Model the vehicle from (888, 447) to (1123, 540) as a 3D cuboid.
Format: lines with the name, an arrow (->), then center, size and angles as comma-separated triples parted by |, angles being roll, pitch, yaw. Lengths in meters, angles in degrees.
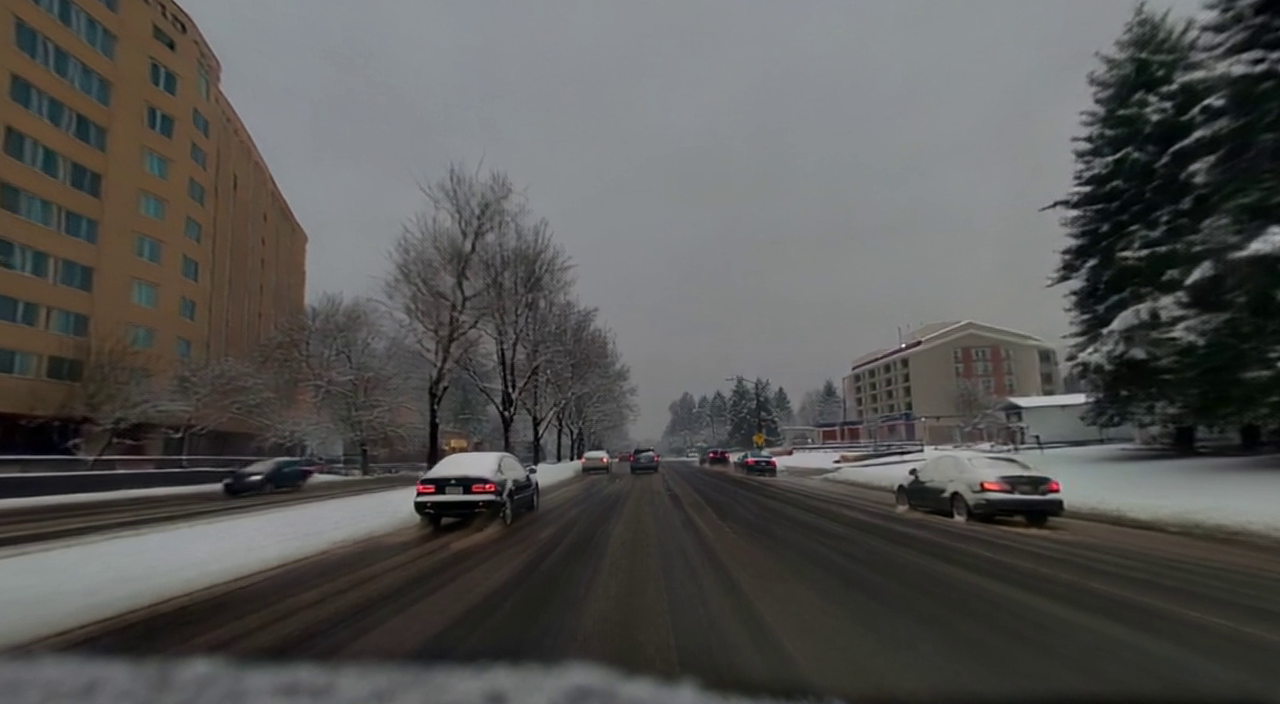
vehicle -> 6.768, 2.620, 12.430 | 1.865, 1.458, 4.605 | 0, -9, 0

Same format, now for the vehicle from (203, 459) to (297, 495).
vehicle -> -20.388, 6.529, 33.245 | 2.014, 1.663, 4.472 | 0, -9, 1

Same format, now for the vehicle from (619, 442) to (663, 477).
vehicle -> 0.076, 6.066, 35.734 | 2.304, 1.795, 4.526 | 0, -9, 1

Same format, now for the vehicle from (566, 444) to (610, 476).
vehicle -> -3.009, 6.398, 37.621 | 2.117, 1.799, 4.442 | 0, -9, 2

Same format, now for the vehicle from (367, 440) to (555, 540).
vehicle -> -3.006, 2.436, 11.772 | 2.095, 1.486, 4.411 | 0, -9, 2

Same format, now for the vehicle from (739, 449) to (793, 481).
vehicle -> 6.108, 5.503, 30.995 | 1.884, 1.458, 4.245 | 0, -9, 2
